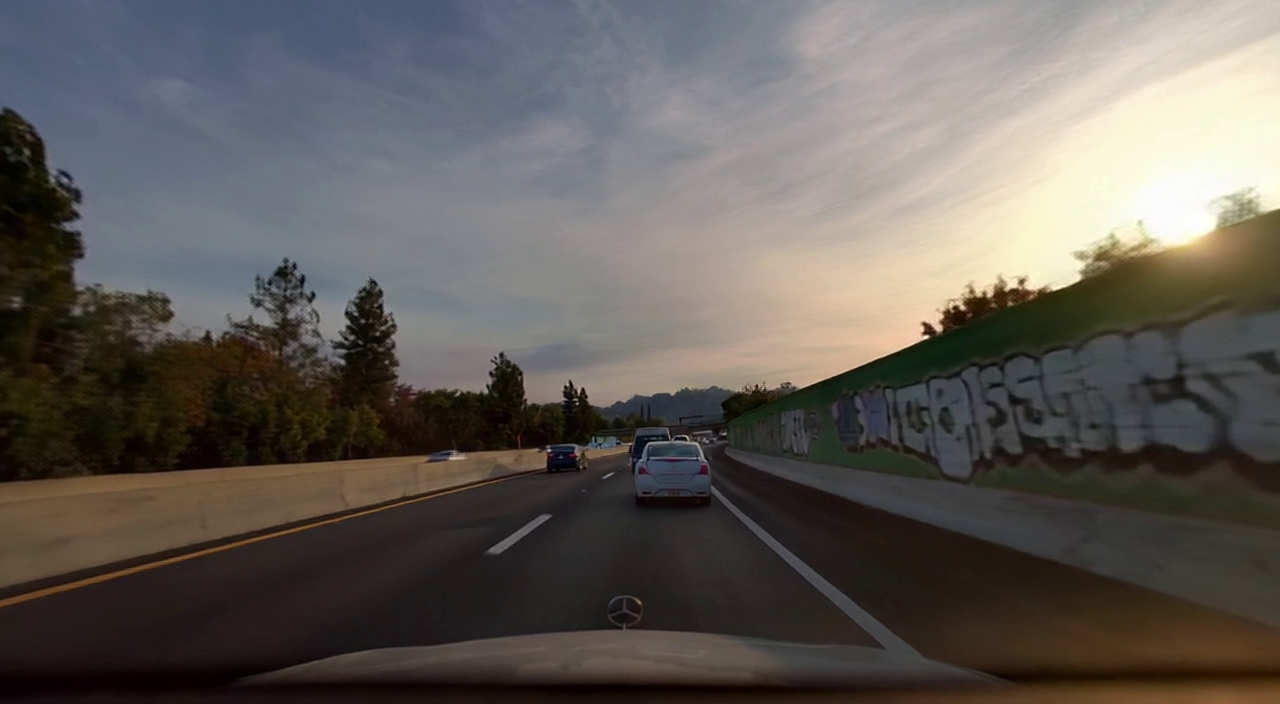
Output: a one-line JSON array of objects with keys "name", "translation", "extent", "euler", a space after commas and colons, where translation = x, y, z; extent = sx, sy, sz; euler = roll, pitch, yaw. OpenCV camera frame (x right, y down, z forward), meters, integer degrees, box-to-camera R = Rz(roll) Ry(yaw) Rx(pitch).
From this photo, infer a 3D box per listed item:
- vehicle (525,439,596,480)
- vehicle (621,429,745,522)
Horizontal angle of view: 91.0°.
[{"name": "vehicle", "translation": [-3.007, 4.194, 24.856], "extent": [2.059, 1.471, 4.152], "euler": [0, -8, 3]}, {"name": "vehicle", "translation": [0.762, 2.346, 12.501], "extent": [2.077, 1.533, 3.854], "euler": [0, -8, 1]}]
